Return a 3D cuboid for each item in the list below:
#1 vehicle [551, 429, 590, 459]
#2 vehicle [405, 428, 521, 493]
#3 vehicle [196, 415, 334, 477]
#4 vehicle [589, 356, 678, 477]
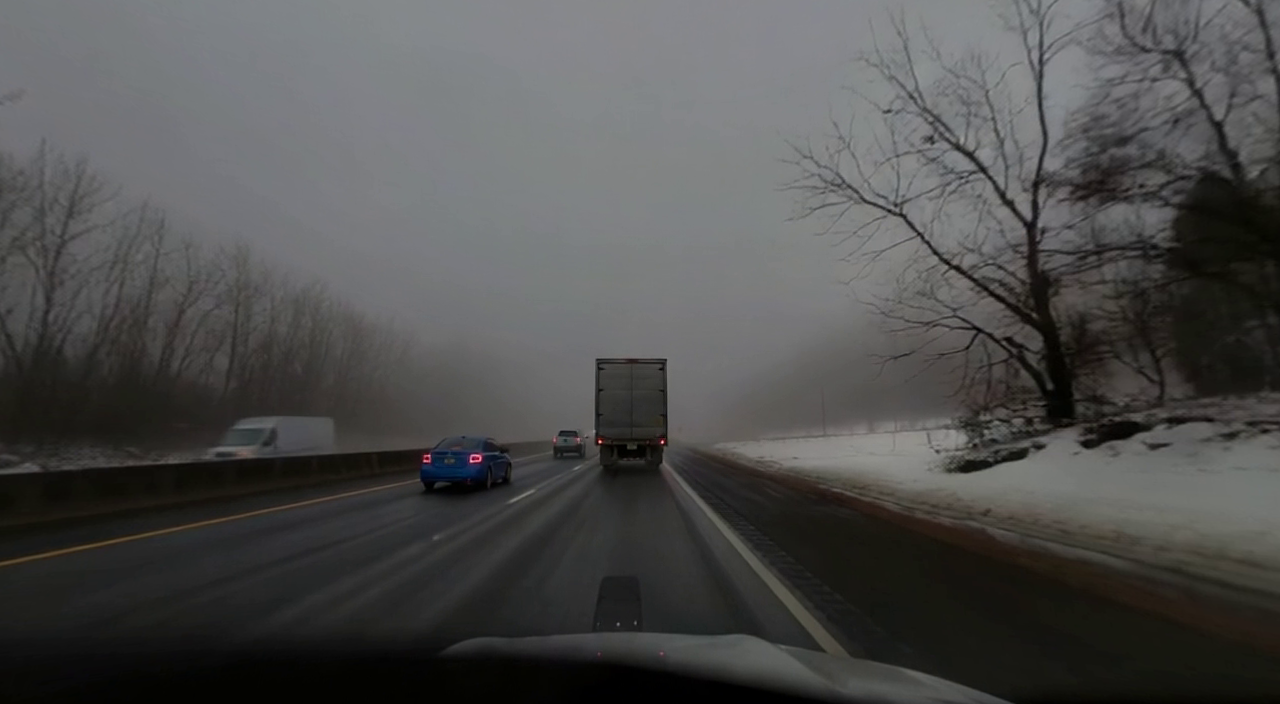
[{"bbox_3d":[-4.540,6.062,41.569,2.019,1.834,4.644,0,-8,0],"label":"vehicle"},{"bbox_3d":[-4.670,2.917,17.368,1.931,1.539,4.441,0,-8,0],"label":"vehicle"},{"bbox_3d":[-16.378,4.140,28.010,2.367,2.467,5.859,0,-8,2],"label":"vehicle"},{"bbox_3d":[-0.318,2.828,26.242,2.953,4.041,10.072,0,-8,-1],"label":"vehicle"}]
